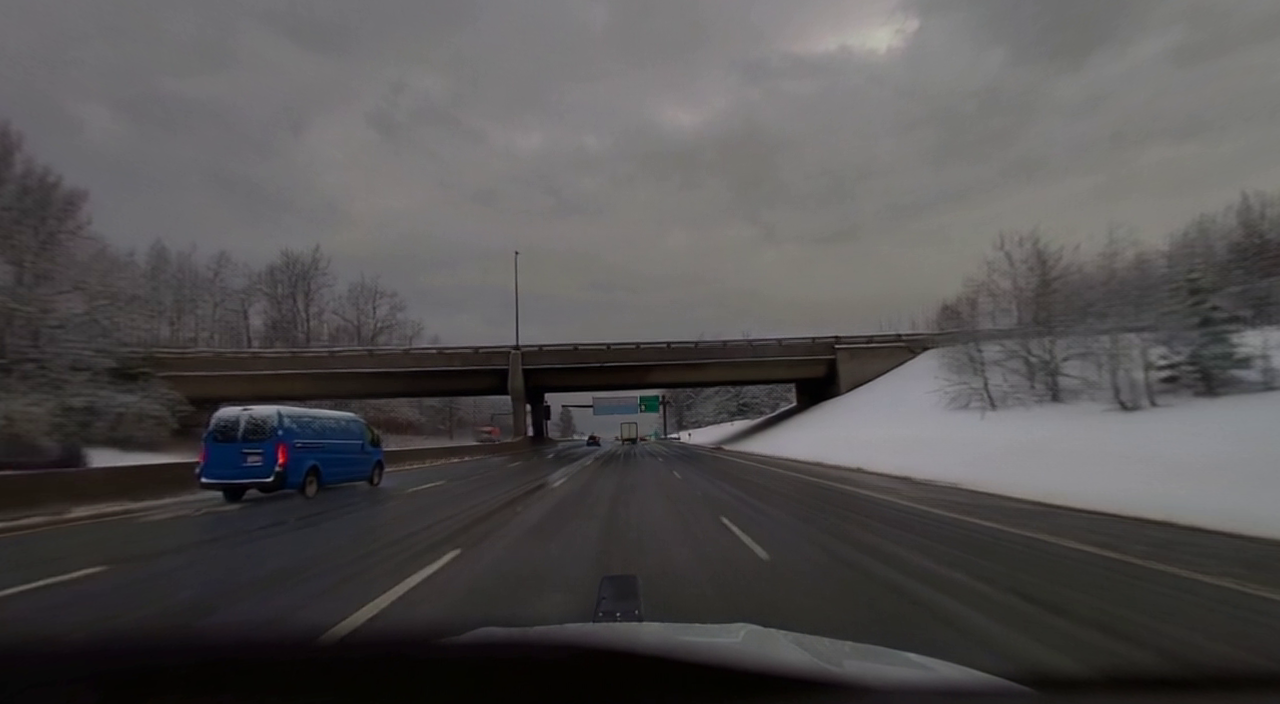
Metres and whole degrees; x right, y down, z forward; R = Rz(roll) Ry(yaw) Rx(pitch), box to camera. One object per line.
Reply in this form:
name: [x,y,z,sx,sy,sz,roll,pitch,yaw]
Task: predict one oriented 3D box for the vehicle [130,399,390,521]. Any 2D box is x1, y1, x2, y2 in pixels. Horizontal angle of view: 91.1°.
vehicle: [-7.342,2.136,13.085,2.150,1.996,5.341,0,-8,-1]
